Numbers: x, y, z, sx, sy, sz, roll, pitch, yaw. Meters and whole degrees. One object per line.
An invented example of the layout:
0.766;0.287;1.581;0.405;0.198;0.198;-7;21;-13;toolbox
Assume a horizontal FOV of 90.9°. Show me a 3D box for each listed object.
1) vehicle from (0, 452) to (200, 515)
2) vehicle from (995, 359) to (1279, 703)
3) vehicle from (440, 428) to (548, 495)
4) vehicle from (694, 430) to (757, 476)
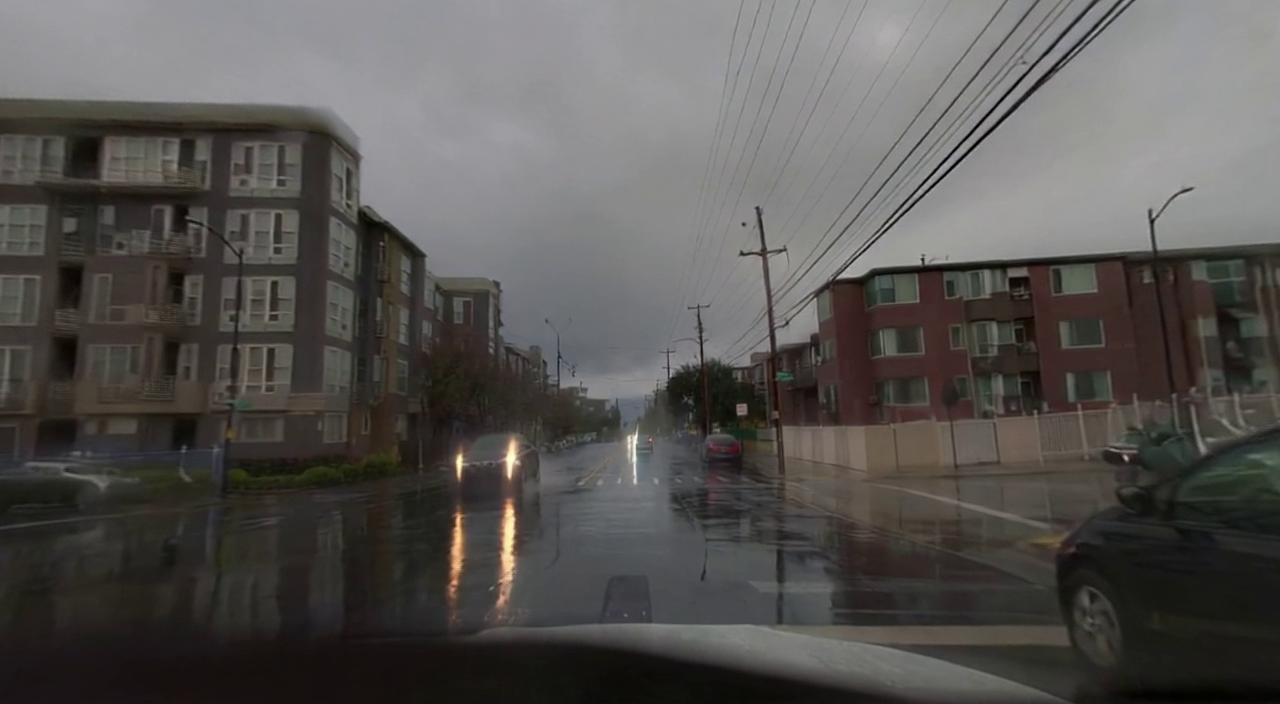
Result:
-17.293;4.085;19.827;5.354;1.773;1.991;0;-9;0;vehicle
3.487;0.849;2.249;1.994;1.697;4.274;-1;-8;1;vehicle
-4.382;3.386;19.827;2.201;1.801;4.750;-1;-9;0;vehicle
3.695;4.480;28.096;2.164;1.721;4.416;-4;-9;1;vehicle
